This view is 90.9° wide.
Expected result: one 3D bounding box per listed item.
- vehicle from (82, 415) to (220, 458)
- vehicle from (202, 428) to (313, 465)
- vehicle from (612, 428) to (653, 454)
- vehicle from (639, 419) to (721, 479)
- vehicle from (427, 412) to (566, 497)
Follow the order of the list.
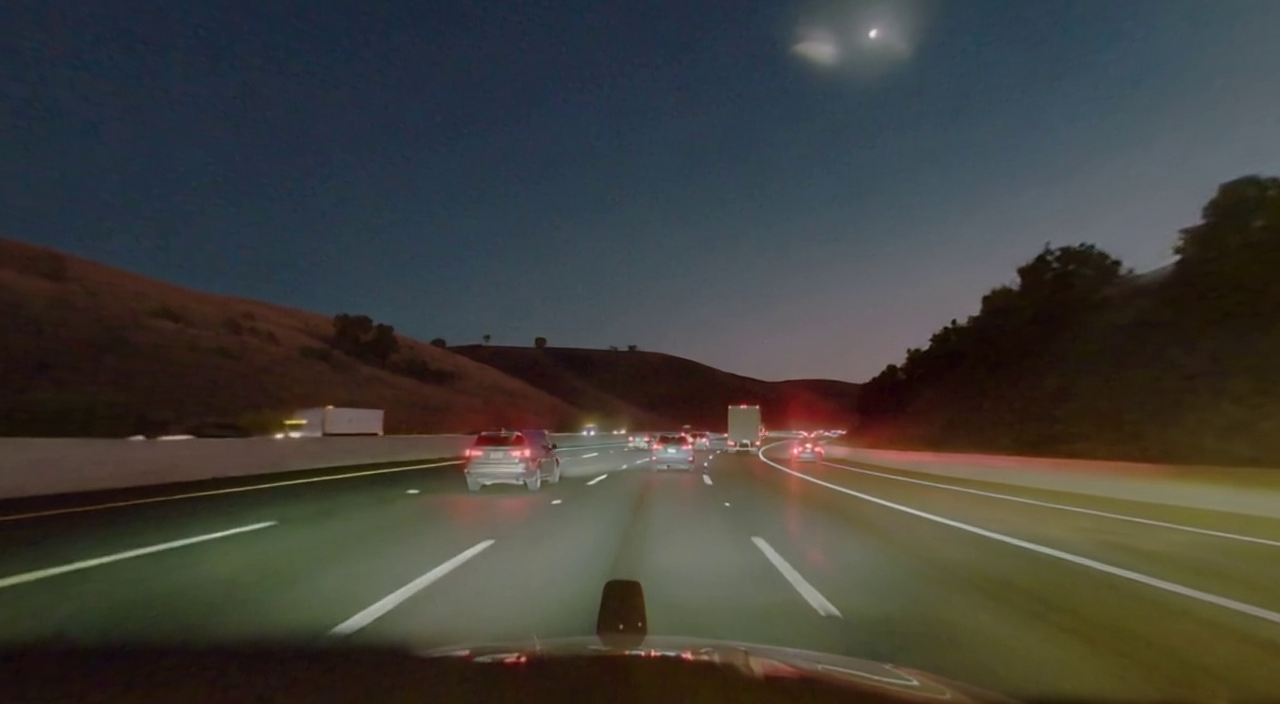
[{"bbox_3d":[-20.179,3.545,26.338,1.900,1.613,4.537,-1,-8,4],"label":"vehicle"},{"bbox_3d":[-16.003,3.980,26.666,1.838,1.420,4.243,-1,-8,3],"label":"vehicle"},{"bbox_3d":[-0.464,6.300,44.501,2.194,1.702,4.305,-2,-8,8],"label":"vehicle"},{"bbox_3d":[1.378,3.301,21.577,2.484,1.820,4.497,-1,-8,4],"label":"vehicle"},{"bbox_3d":[-3.228,2.433,15.231,2.077,1.712,4.406,-1,-8,4],"label":"vehicle"}]
